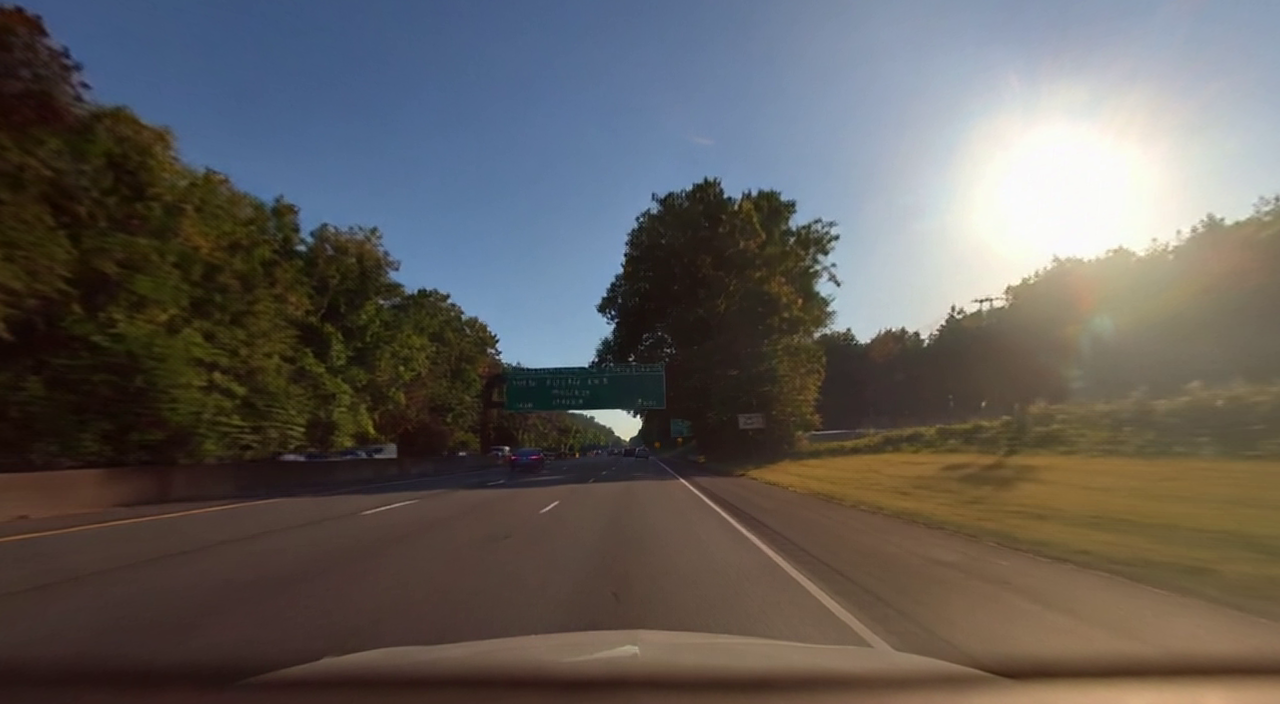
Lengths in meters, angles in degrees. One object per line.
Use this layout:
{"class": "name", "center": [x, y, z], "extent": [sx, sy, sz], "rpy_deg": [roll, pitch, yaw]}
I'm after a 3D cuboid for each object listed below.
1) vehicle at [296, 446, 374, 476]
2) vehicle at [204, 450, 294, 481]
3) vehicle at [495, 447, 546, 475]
{"class": "vehicle", "center": [-17.642, 6.308, 36.716], "extent": [2.062, 1.633, 4.772], "rpy_deg": [0, -9, 1]}
{"class": "vehicle", "center": [-21.503, 6.255, 34.862], "extent": [2.099, 1.568, 4.351], "rpy_deg": [0, -9, 1]}
{"class": "vehicle", "center": [-7.206, 6.641, 38.508], "extent": [2.094, 1.579, 4.655], "rpy_deg": [0, -9, 1]}
